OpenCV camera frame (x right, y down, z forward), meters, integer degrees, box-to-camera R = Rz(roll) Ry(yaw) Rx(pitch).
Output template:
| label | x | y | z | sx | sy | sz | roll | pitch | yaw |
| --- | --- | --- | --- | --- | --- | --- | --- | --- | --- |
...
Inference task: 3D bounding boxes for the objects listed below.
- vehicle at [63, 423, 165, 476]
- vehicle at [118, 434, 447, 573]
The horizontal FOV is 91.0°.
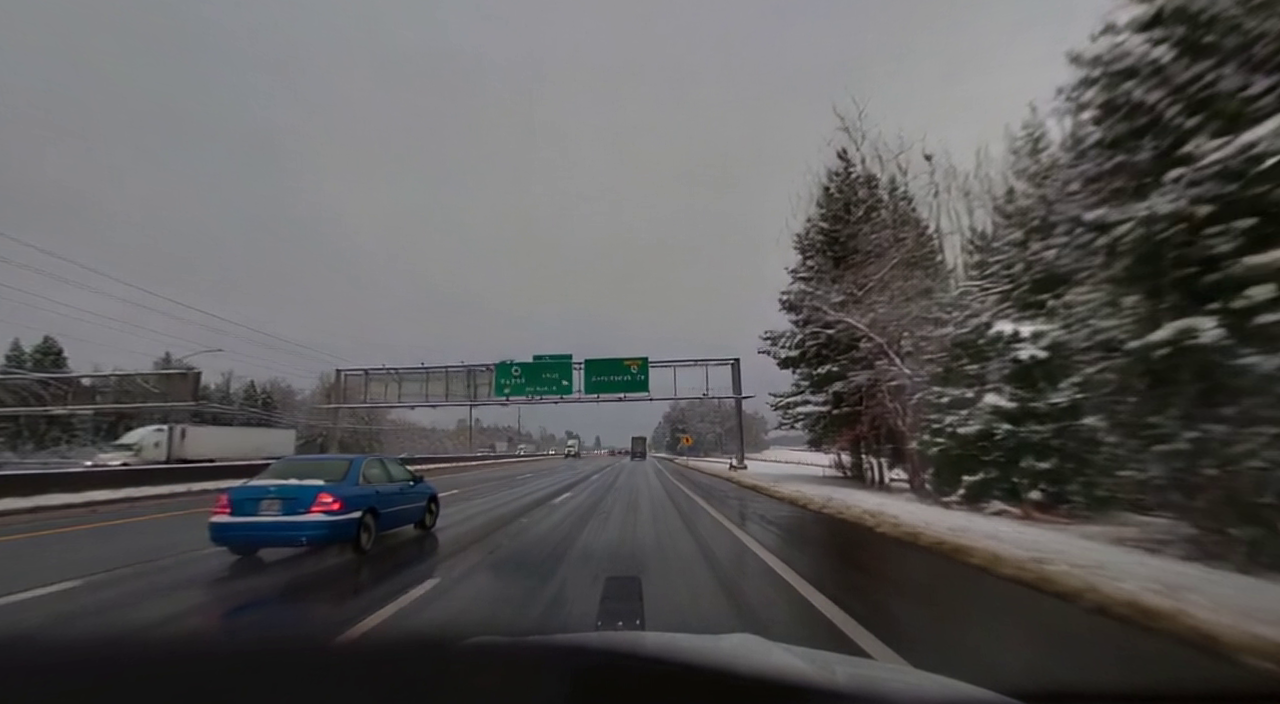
| label | x | y | z | sx | sy | sz | roll | pitch | yaw |
| --- | --- | --- | --- | --- | --- | --- | --- | --- | --- |
| vehicle | -40.683 | 7.579 | 48.999 | 2.871 | 3.889 | 5.491 | 0 | -9 | 0 |
| vehicle | -4.606 | 2.000 | 9.166 | 2.104 | 1.501 | 4.459 | 0 | -9 | 1 |
